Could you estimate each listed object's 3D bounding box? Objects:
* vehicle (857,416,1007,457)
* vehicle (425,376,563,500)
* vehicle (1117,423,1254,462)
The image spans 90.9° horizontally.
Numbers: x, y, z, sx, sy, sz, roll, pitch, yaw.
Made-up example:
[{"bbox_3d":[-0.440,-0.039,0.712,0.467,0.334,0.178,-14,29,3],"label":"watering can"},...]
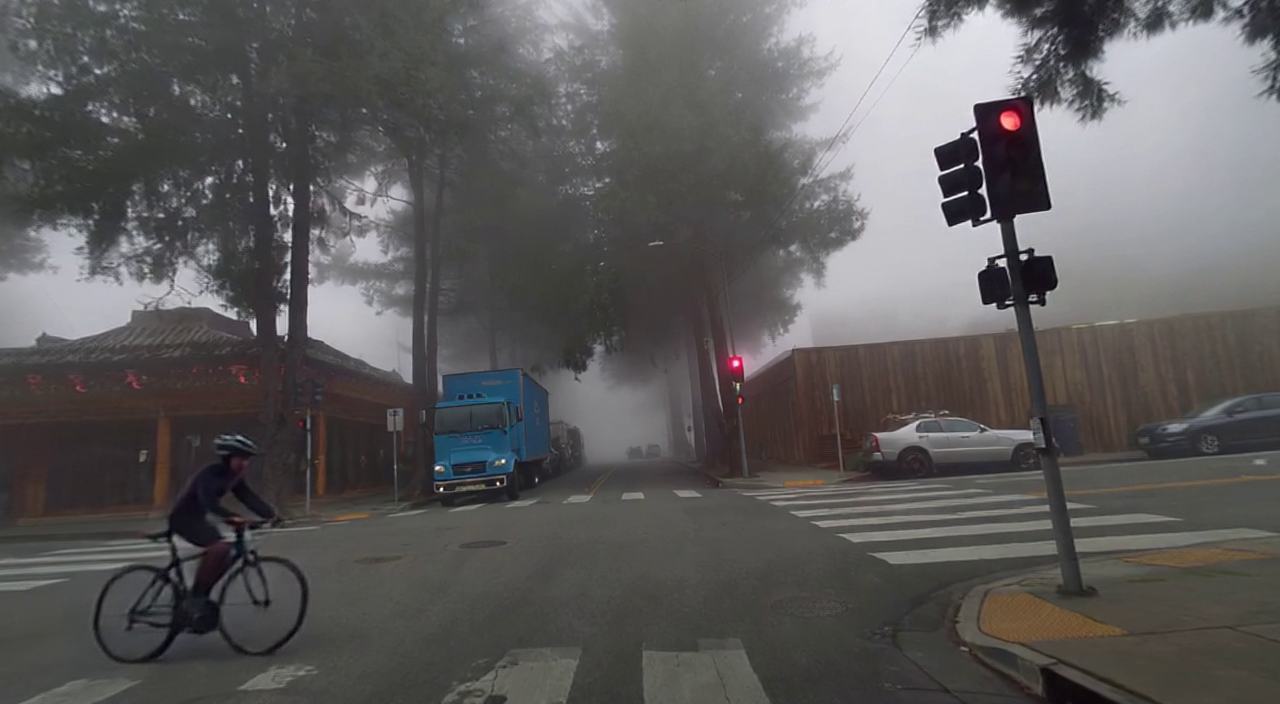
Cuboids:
[{"bbox_3d":[10.701,3.141,23.419,4.643,1.456,1.820,-1,-8,5],"label":"vehicle"},{"bbox_3d":[-5.775,3.729,27.180,3.113,4.041,10.284,-5,-8,0],"label":"vehicle"},{"bbox_3d":[24.972,4.158,29.001,4.268,1.695,2.053,0,-8,3],"label":"vehicle"}]
